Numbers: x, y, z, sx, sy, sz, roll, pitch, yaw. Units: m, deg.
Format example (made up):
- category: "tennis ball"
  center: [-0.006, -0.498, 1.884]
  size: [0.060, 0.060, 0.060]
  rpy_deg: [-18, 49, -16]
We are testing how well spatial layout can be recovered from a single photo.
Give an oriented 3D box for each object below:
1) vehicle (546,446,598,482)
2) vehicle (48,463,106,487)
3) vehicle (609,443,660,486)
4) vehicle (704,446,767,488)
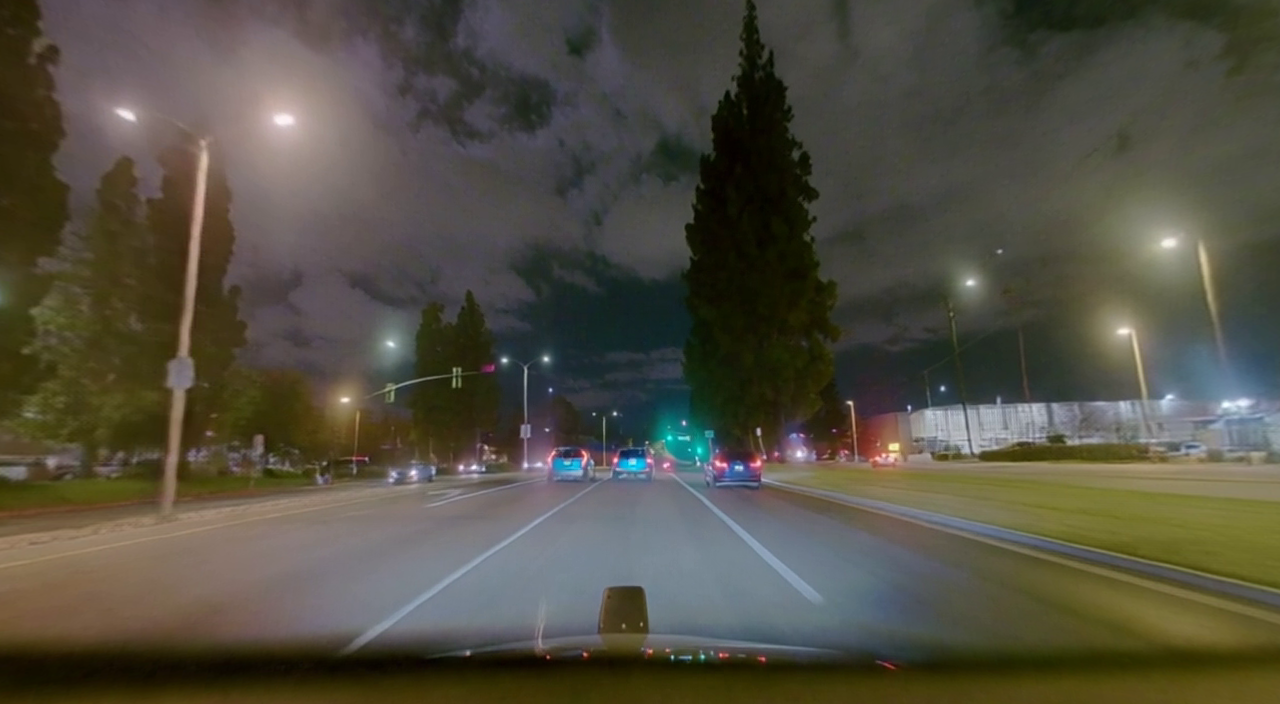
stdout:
- category: "vehicle"
  center: [-3.484, 5.811, 32.986]
  size: [2.047, 1.710, 4.314]
  rpy_deg: [0, -9, 2]
- category: "vehicle"
  center: [-37.986, 8.268, 42.649]
  size: [1.752, 1.396, 4.340]
  rpy_deg: [5, -10, -26]
- category: "vehicle"
  center: [-0.189, 4.783, 27.174]
  size: [2.022, 1.700, 4.084]
  rpy_deg: [0, -9, 0]
- category: "vehicle"
  center: [3.749, 4.577, 25.484]
  size: [1.847, 1.554, 4.052]
  rpy_deg: [0, -9, -1]
